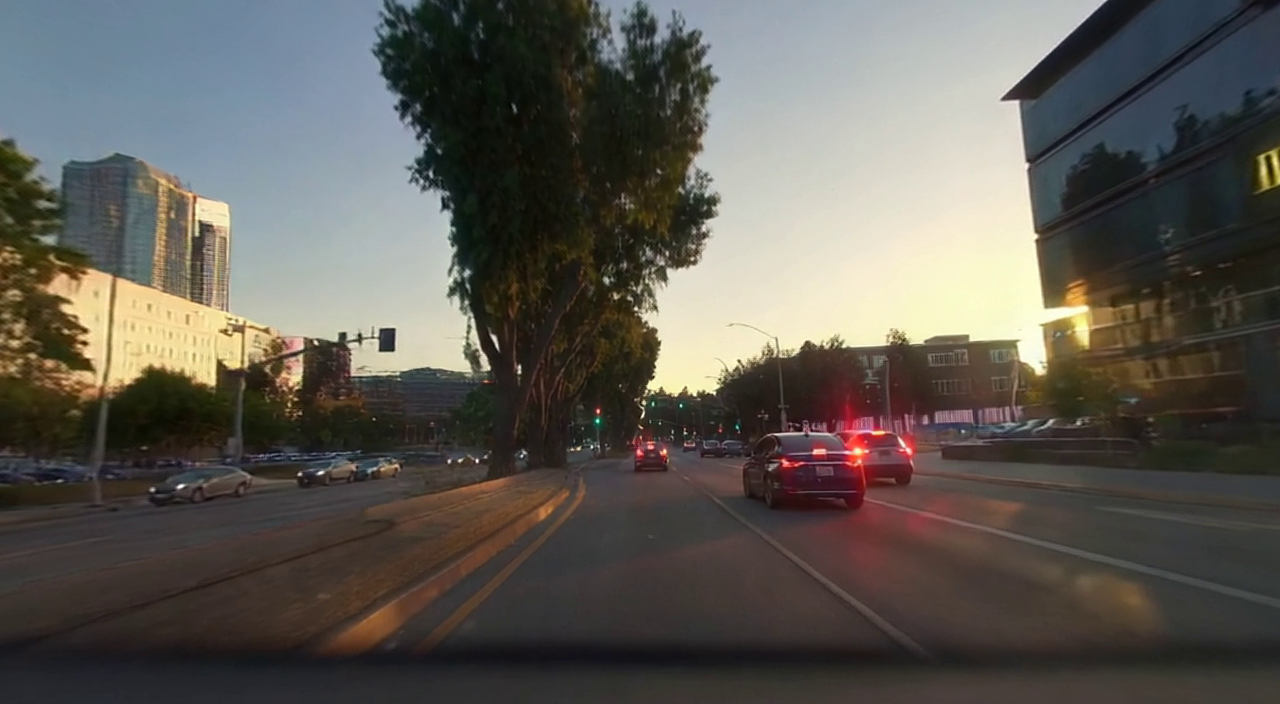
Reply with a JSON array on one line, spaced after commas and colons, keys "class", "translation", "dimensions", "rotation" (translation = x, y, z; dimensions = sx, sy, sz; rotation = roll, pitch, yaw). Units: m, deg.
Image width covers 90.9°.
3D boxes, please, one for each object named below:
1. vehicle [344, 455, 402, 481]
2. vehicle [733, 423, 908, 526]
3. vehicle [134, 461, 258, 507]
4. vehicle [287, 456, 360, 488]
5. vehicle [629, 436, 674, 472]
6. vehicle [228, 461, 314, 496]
[{"class": "vehicle", "translation": [-18.465, 8.018, 43.797], "dimensions": [1.956, 1.647, 4.643], "rotation": [0, -8, 1]}, {"class": "vehicle", "translation": [3.167, 2.262, 12.249], "dimensions": [1.931, 1.591, 4.708], "rotation": [0, -8, -1]}, {"class": "vehicle", "translation": [-18.565, 5.515, 26.664], "dimensions": [1.853, 1.614, 4.514], "rotation": [-1, -8, 2]}, {"class": "vehicle", "translation": [-18.637, 7.067, 37.319], "dimensions": [2.049, 1.678, 4.376], "rotation": [0, -8, 0]}, {"class": "vehicle", "translation": [0.504, 5.096, 31.608], "dimensions": [2.125, 1.669, 3.880], "rotation": [0, -8, -1]}, {"class": "vehicle", "translation": [-18.547, 6.347, 31.938], "dimensions": [1.786, 1.523, 4.309], "rotation": [0, -8, -1]}]
